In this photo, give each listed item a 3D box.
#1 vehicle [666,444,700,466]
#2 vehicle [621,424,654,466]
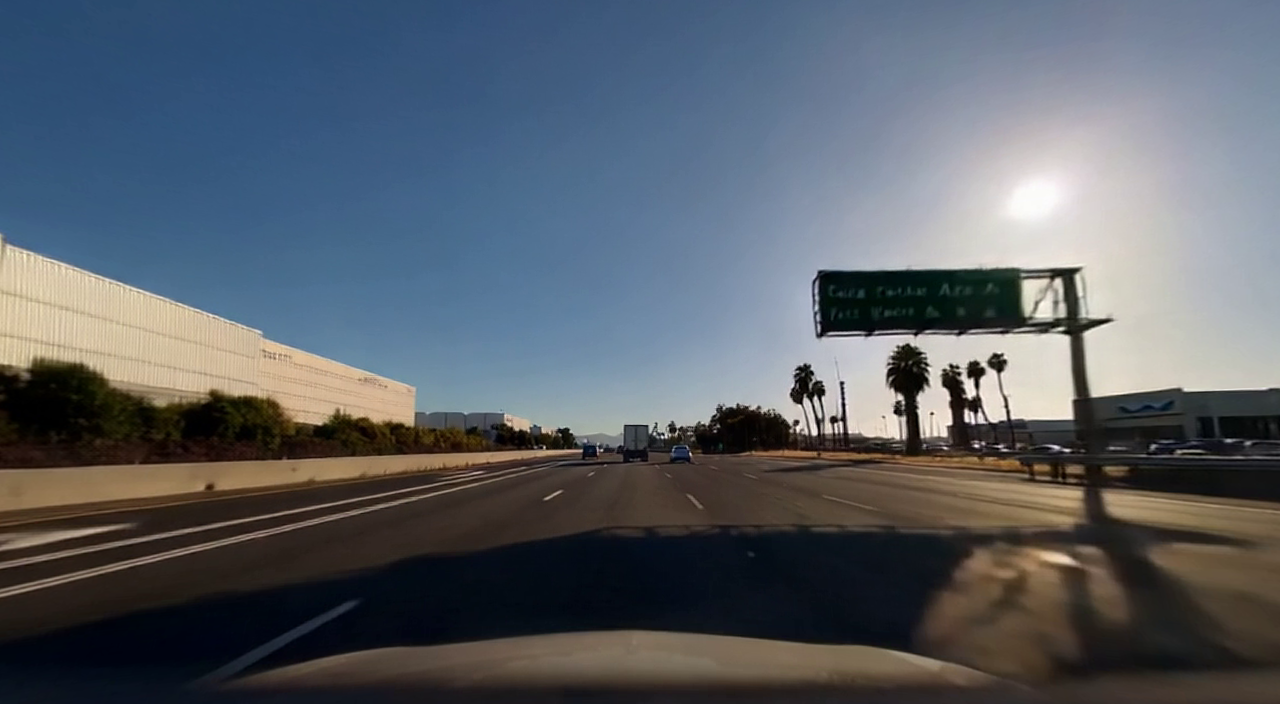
[{"bbox_3d":[3.060,7.426,45.593,2.049,1.485,4.106,0,-8,-1],"label":"vehicle"},{"bbox_3d":[-0.282,7.217,49.023,2.364,2.953,6.495,0,-8,-1],"label":"vehicle"}]
